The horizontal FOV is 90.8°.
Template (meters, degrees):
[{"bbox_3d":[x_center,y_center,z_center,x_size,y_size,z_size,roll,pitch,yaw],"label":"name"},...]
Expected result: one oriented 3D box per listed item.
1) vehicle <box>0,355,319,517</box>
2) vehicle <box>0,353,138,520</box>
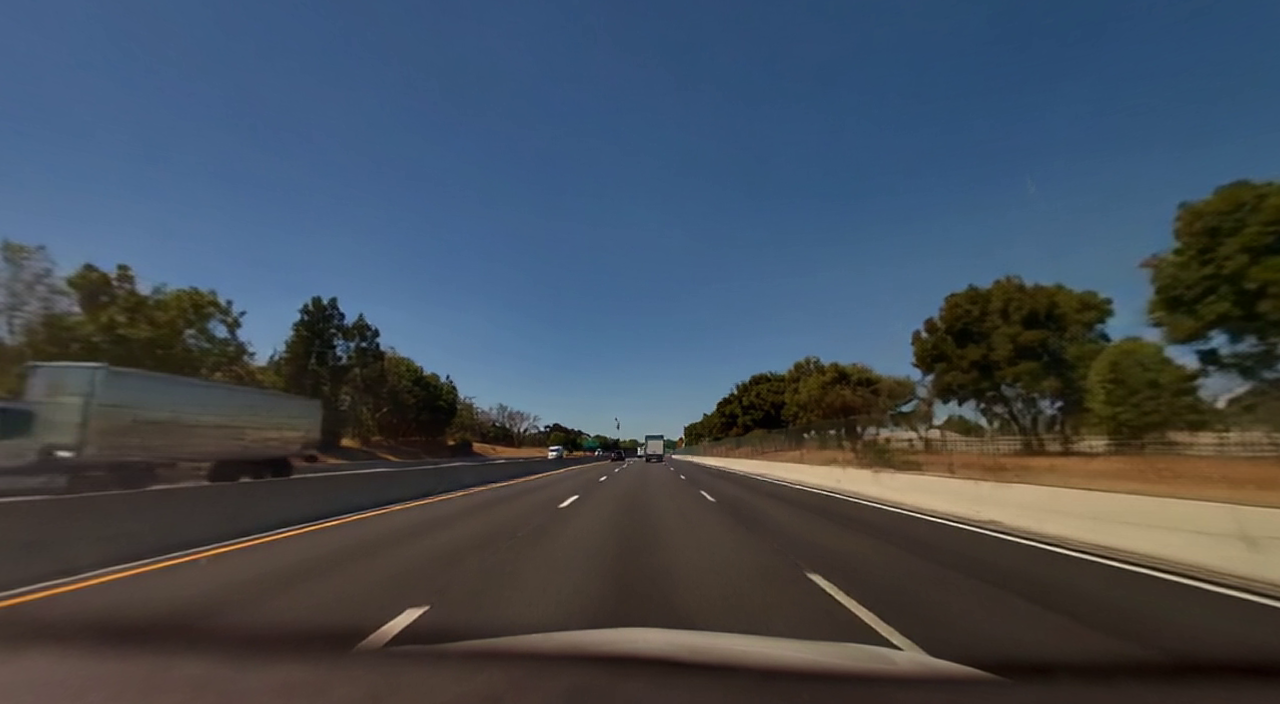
[{"bbox_3d":[-16.927,3.165,23.070,2.899,4.090,14.001,0,-9,1],"label":"vehicle"},{"bbox_3d":[-16.941,2.173,16.149,3.004,3.988,5.943,0,-9,0],"label":"vehicle"}]
